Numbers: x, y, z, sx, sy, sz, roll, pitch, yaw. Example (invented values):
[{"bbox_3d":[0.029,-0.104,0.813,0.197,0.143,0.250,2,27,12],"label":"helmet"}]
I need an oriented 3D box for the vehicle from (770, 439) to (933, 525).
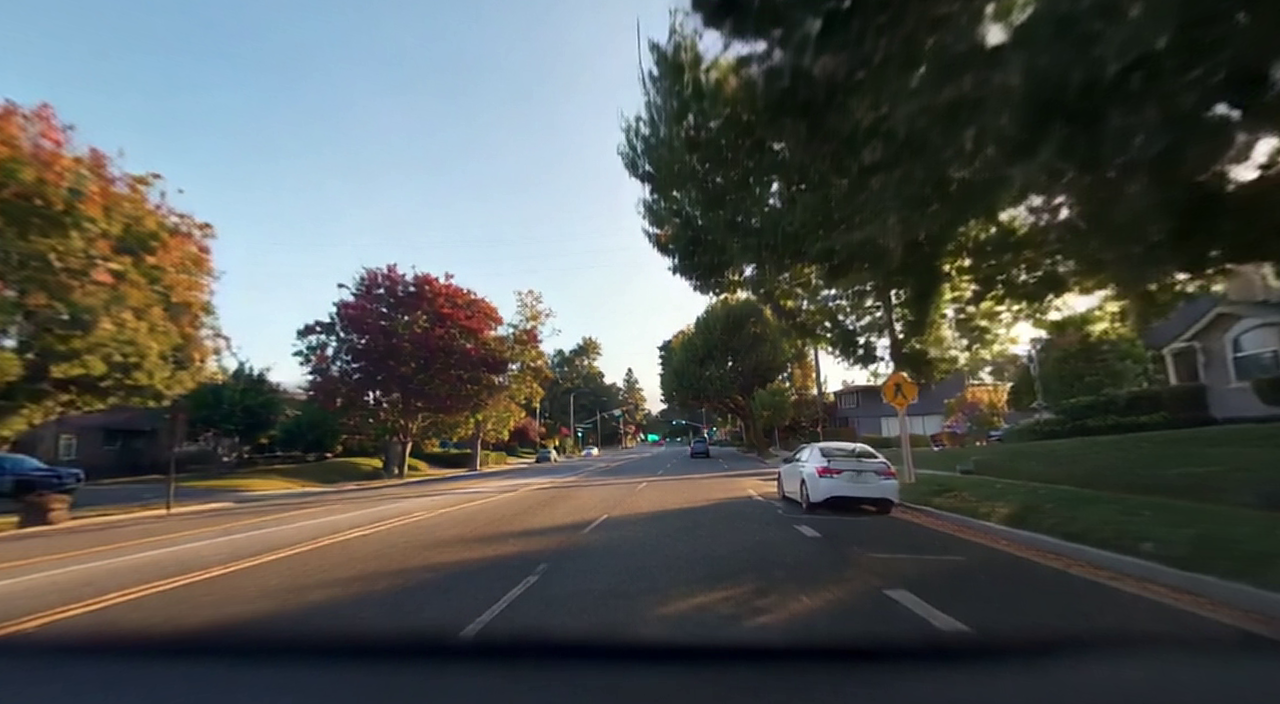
[{"bbox_3d":[4.123,2.576,13.248,1.993,1.457,4.599,-1,-8,3],"label":"vehicle"}]

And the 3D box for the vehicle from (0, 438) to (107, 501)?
[{"bbox_3d":[-22.477,4.145,22.429,5.134,2.110,2.040,0,-8,0],"label":"vehicle"}]
